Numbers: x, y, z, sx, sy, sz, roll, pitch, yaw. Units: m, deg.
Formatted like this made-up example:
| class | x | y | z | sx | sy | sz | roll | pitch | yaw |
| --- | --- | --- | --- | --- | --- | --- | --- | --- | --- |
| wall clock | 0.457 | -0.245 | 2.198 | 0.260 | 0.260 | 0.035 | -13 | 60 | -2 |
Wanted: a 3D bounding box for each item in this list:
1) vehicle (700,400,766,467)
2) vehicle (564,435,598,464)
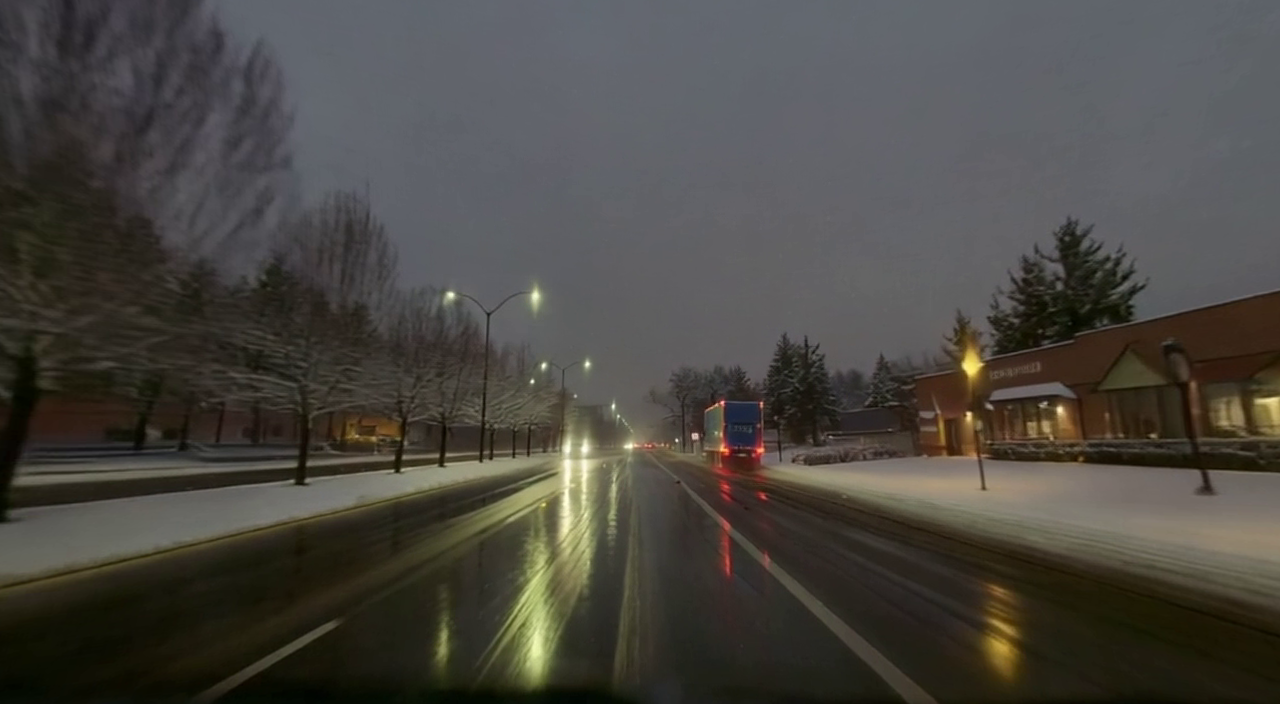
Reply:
| class | x | y | z | sx | sy | sz | roll | pitch | yaw |
| --- | --- | --- | --- | --- | --- | --- | --- | --- | --- |
| vehicle | 6.101 | 5.625 | 43.091 | 2.981 | 4.106 | 8.794 | 0 | -9 | -1 |
| vehicle | -4.491 | 7.514 | 48.918 | 2.270 | 2.068 | 5.865 | 0 | -9 | -2 |
